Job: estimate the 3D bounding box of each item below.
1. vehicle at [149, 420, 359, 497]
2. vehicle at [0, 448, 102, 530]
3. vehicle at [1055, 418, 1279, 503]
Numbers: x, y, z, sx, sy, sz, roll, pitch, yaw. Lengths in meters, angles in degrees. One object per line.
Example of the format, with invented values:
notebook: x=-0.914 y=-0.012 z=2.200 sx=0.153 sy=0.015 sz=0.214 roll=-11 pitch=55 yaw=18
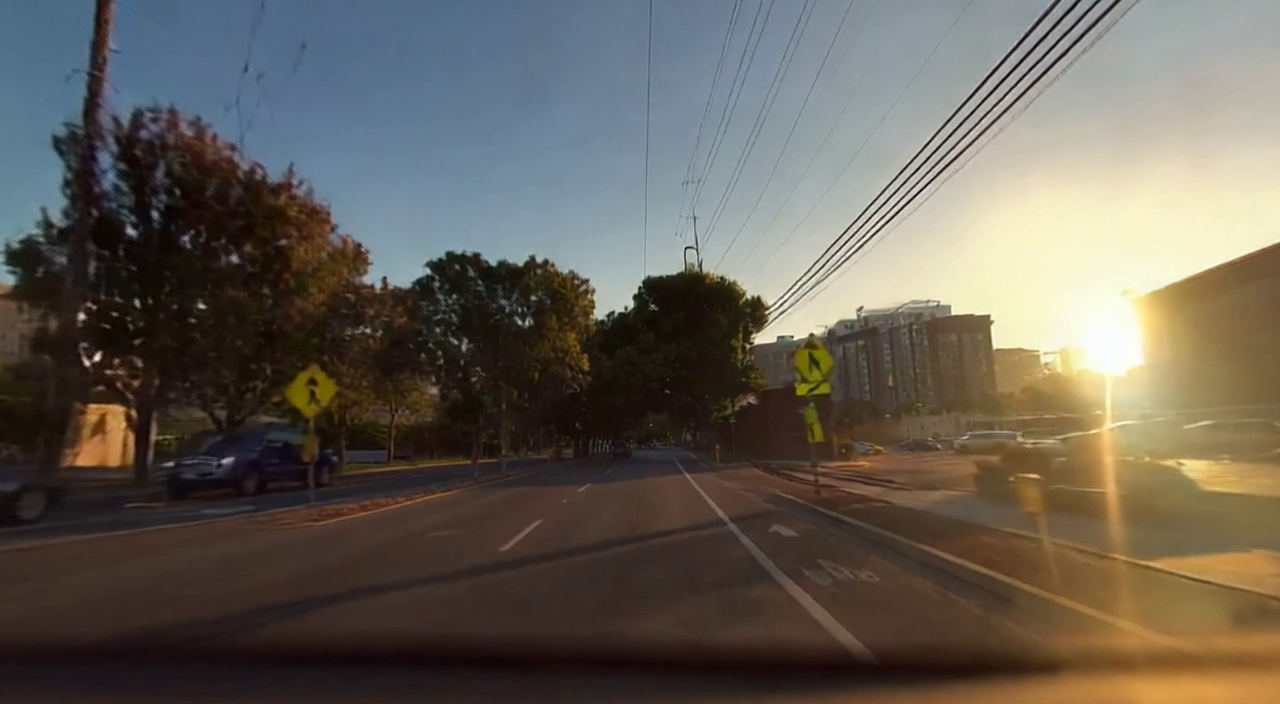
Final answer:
vehicle: x=-12.762 y=3.588 z=21.676 sx=2.798 sy=2.249 sz=6.296 roll=-1 pitch=-8 yaw=6
vehicle: x=-13.039 y=2.517 z=11.415 sx=2.090 sy=1.519 sz=4.919 roll=-1 pitch=-8 yaw=3
vehicle: x=11.872 y=2.249 z=13.345 sx=1.897 sy=1.532 sz=4.694 roll=4 pitch=-10 yaw=-28
